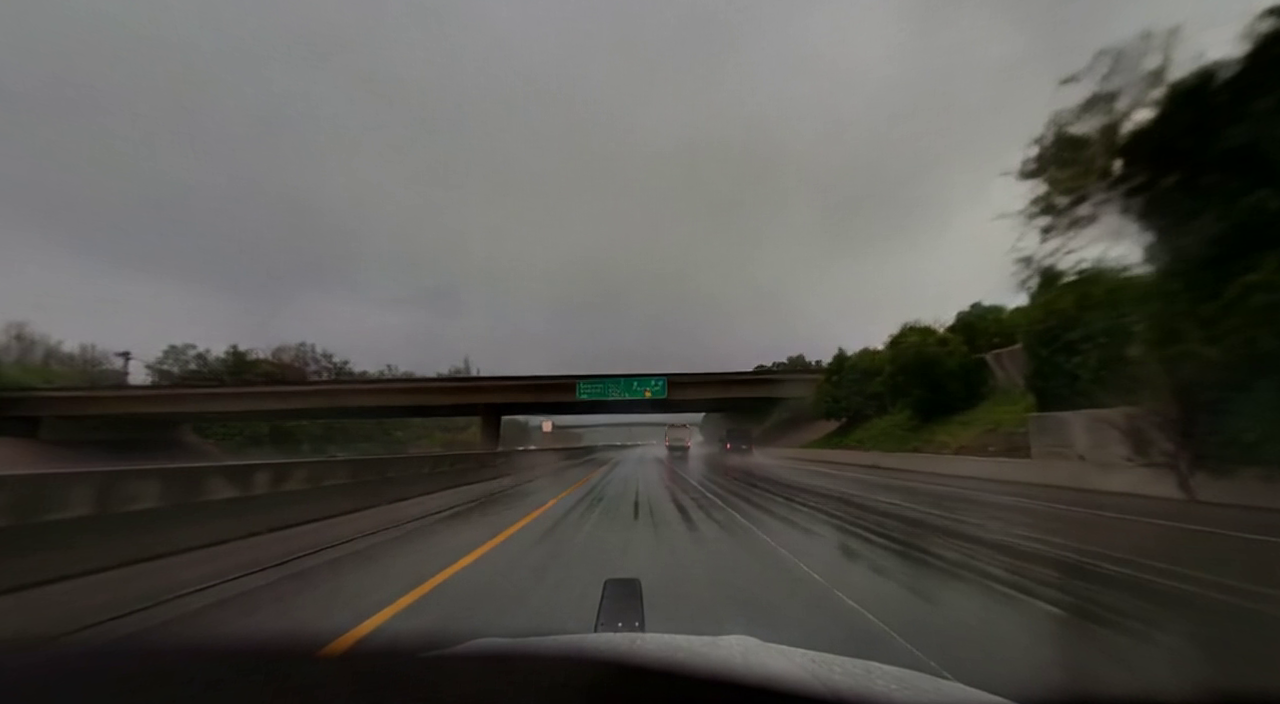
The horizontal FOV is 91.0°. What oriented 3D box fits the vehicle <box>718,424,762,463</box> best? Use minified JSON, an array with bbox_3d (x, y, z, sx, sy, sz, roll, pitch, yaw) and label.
[{"bbox_3d":[7.754,7.196,49.511,2.379,2.819,6.294,0,-8,0],"label":"vehicle"}]
